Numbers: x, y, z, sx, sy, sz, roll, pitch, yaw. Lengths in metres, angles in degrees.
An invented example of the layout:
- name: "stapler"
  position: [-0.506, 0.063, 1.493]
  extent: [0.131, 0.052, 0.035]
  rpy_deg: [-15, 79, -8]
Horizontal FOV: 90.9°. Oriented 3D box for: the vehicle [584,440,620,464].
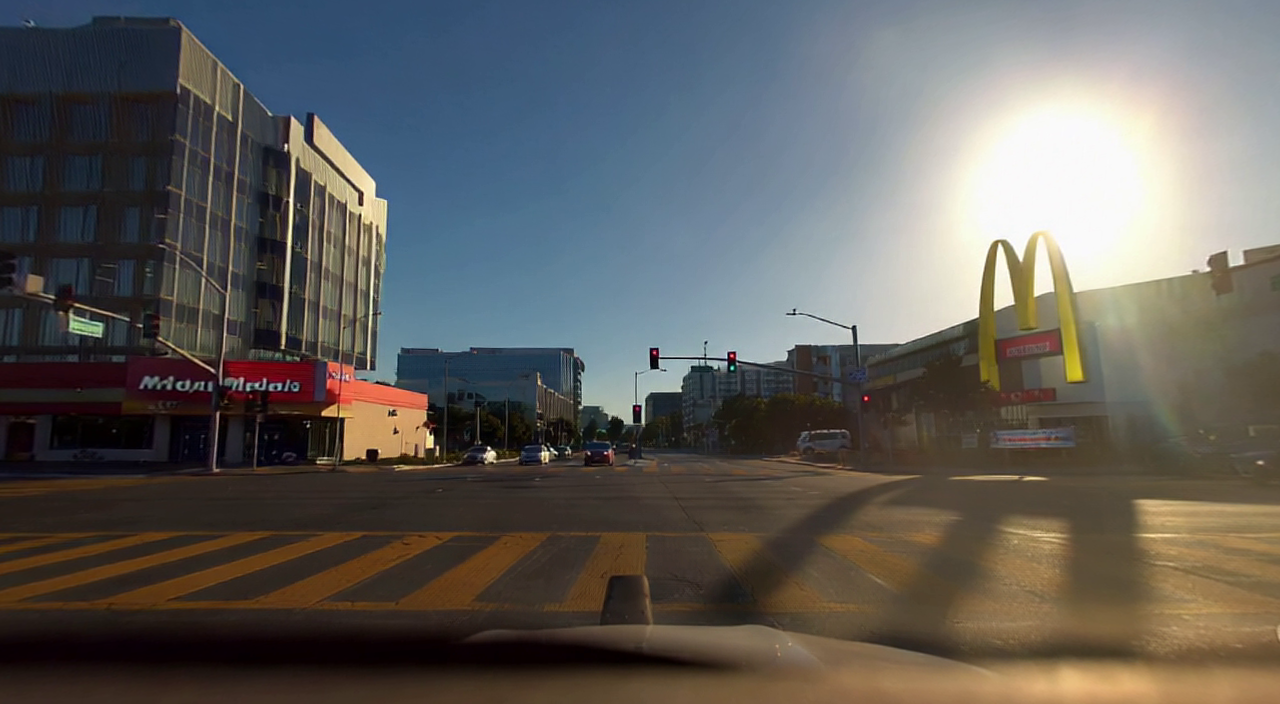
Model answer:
- name: "vehicle"
  position: [-2.496, 6.646, 42.030]
  extent: [2.104, 1.468, 4.195]
  rpy_deg: [0, -8, 1]
